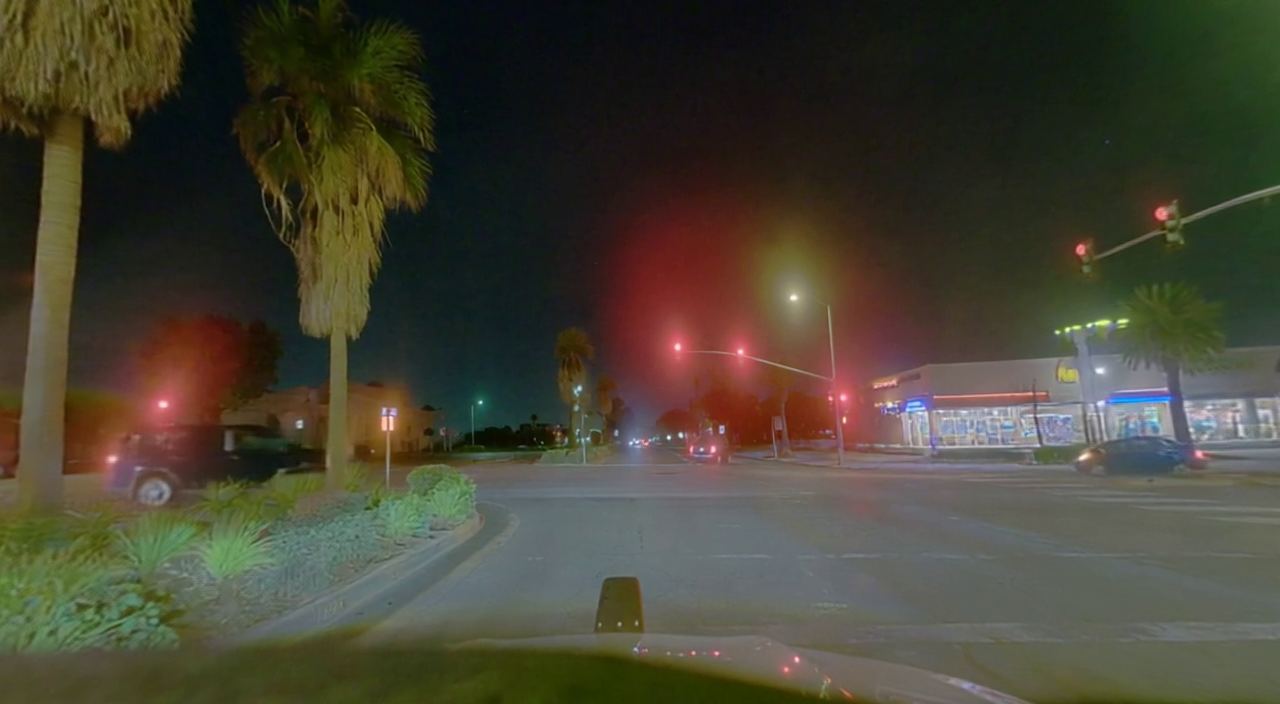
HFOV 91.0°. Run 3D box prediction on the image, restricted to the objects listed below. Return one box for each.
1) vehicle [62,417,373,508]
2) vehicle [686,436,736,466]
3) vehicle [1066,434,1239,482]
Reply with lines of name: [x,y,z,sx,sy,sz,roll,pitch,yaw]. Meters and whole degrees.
vehicle: [-9.738,2.604,15.025,5.619,1.951,2.321,0,-8,-3]
vehicle: [4.248,5.794,37.018,1.999,1.653,4.603,-3,-9,18]
vehicle: [19.815,4.100,24.590,4.722,1.717,2.000,-2,-9,13]
